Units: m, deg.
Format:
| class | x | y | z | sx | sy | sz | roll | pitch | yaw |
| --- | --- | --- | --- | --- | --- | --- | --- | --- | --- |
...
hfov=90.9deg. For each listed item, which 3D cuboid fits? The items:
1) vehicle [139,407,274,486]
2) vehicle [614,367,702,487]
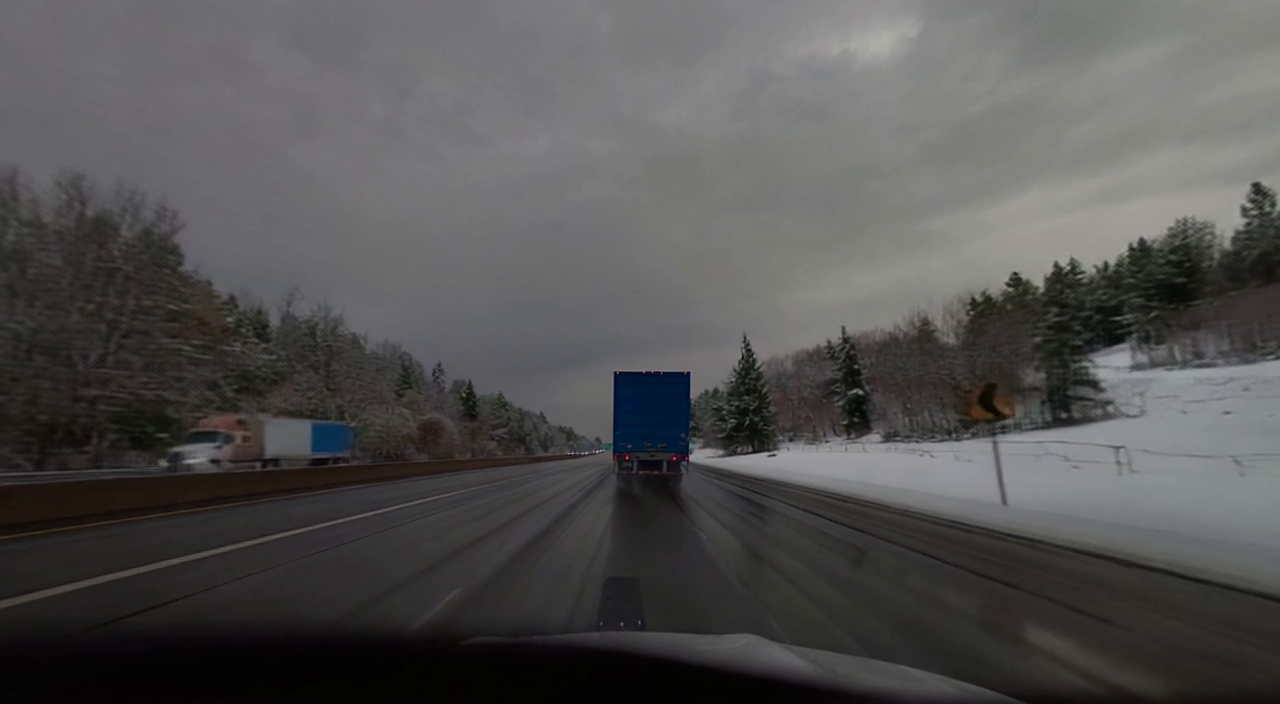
| class | x | y | z | sx | sy | sz | roll | pitch | yaw |
| --- | --- | --- | --- | --- | --- | --- | --- | --- | --- |
| vehicle | -23.750 | 5.266 | 35.016 | 2.954 | 3.945 | 6.094 | 0 | -9 | 0 |
| vehicle | 0.537 | 3.239 | 25.937 | 2.898 | 3.973 | 10.063 | 0 | -9 | -1 |
